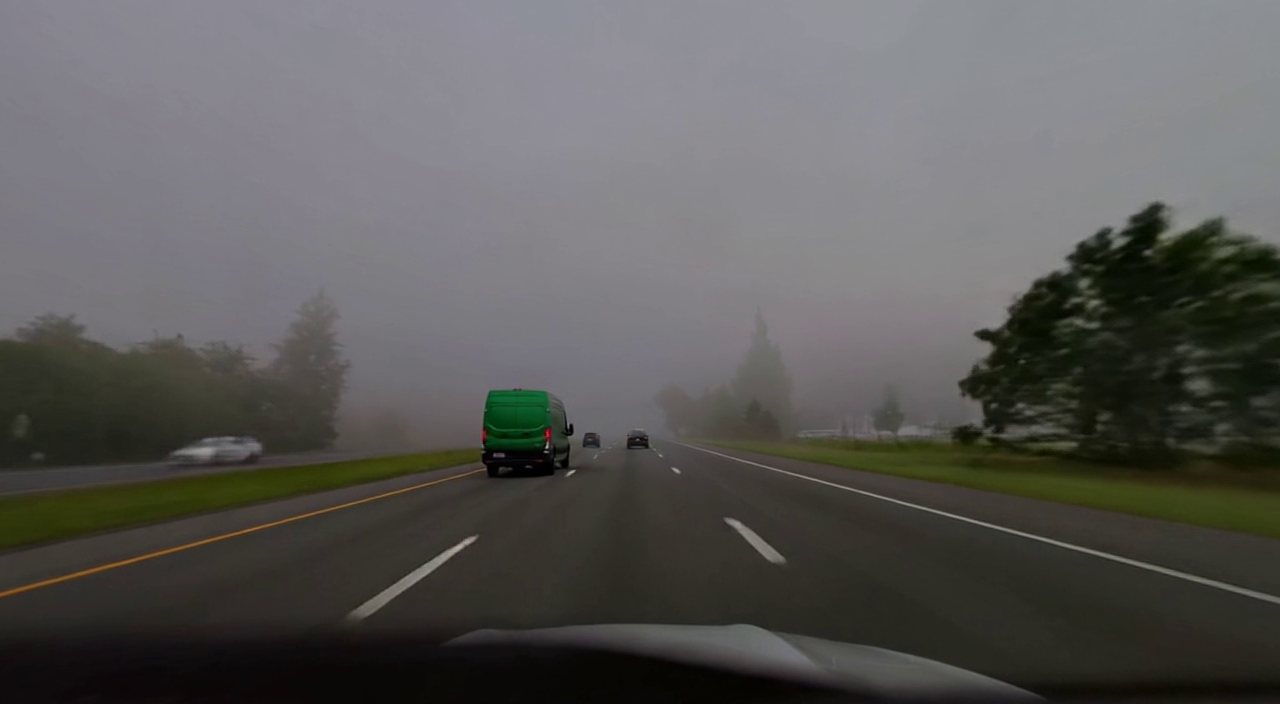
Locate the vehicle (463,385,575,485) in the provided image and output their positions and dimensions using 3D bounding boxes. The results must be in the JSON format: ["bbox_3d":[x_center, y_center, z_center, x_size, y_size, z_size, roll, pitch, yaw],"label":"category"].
[{"bbox_3d":[-3.448,2.559,19.406,2.424,2.577,5.828,0,-8,-1],"label":"vehicle"}]

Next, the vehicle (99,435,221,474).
[{"bbox_3d":[-20.826,4.445,27.626,1.924,1.562,4.340,0,-8,0],"label":"vehicle"}]

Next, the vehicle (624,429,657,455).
[{"bbox_3d":[0.007,6.157,43.075,2.104,1.646,4.176,0,-8,-1],"label":"vehicle"}]
